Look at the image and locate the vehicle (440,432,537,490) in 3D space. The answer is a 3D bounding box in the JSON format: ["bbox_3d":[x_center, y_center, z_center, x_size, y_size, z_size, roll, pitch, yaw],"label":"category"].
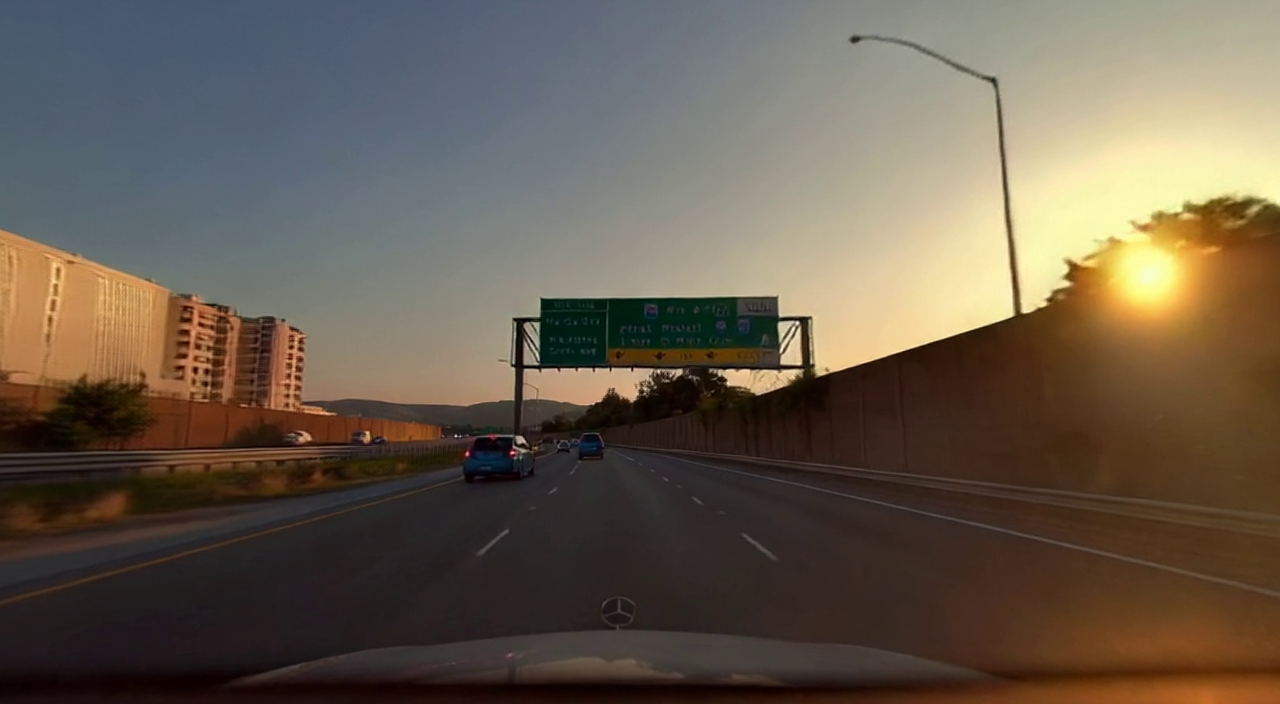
[{"bbox_3d":[-4.473,3.262,19.249,2.045,1.547,4.162,0,-8,-2],"label":"vehicle"}]

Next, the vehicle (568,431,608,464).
[{"bbox_3d":[-3.153,5.928,39.159,2.260,1.901,4.665,0,-8,-2],"label":"vehicle"}]
